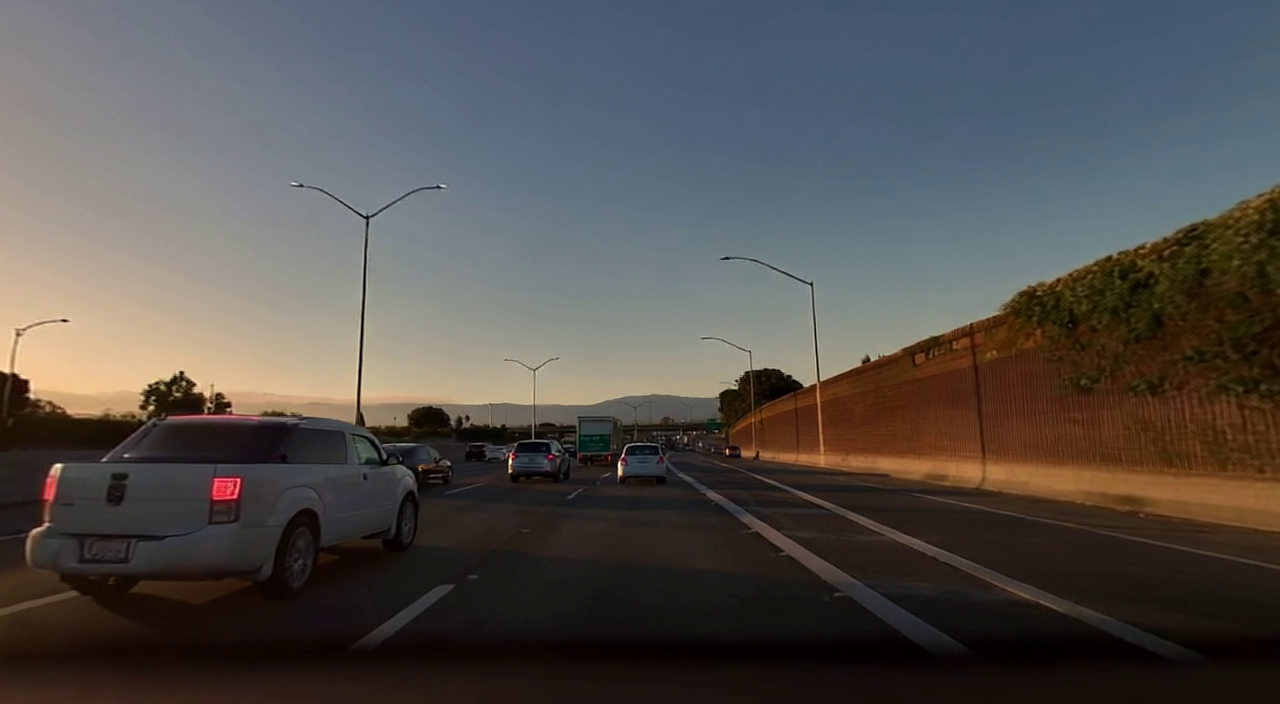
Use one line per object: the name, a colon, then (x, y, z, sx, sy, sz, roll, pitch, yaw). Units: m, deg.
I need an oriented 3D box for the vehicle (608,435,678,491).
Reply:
vehicle: (0.118, 3.762, 21.711, 2.180, 1.716, 3.920, 0, -8, 1)

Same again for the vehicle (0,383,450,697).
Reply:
vehicle: (-3.514, 1.343, 5.681, 2.209, 1.711, 4.296, 0, -8, 1)

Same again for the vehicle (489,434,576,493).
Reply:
vehicle: (-3.530, 3.758, 21.718, 2.125, 1.792, 4.466, 0, -8, 1)
